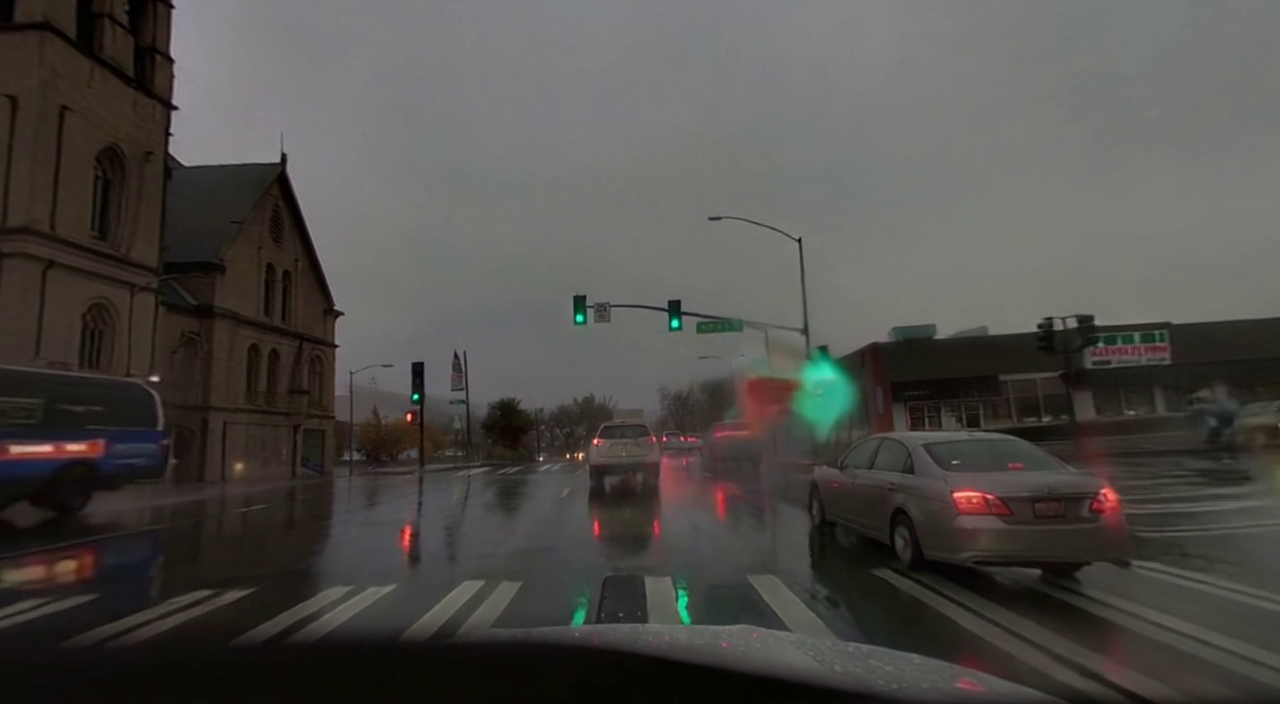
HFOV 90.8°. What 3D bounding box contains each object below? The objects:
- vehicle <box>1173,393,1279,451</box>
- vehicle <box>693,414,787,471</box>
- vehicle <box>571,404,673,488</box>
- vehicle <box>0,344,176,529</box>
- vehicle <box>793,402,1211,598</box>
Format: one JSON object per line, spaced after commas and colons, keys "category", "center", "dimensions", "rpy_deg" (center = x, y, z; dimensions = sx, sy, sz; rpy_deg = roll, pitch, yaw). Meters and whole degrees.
{"category": "vehicle", "center": [17.429, 1.929, 17.103], "dimensions": [4.391, 1.484, 1.763], "rpy_deg": [0, -9, -2]}
{"category": "vehicle", "center": [2.829, 2.703, 18.847], "dimensions": [1.890, 1.491, 4.166], "rpy_deg": [0, -8, -3]}
{"category": "vehicle", "center": [-0.494, 2.305, 15.550], "dimensions": [2.168, 1.776, 4.135], "rpy_deg": [1, -8, -3]}
{"category": "vehicle", "center": [-14.756, 1.786, 13.389], "dimensions": [3.126, 3.773, 8.662], "rpy_deg": [0, -8, 0]}
{"category": "vehicle", "center": [3.322, 1.451, 7.099], "dimensions": [1.883, 1.472, 4.471], "rpy_deg": [0, -8, -3]}
